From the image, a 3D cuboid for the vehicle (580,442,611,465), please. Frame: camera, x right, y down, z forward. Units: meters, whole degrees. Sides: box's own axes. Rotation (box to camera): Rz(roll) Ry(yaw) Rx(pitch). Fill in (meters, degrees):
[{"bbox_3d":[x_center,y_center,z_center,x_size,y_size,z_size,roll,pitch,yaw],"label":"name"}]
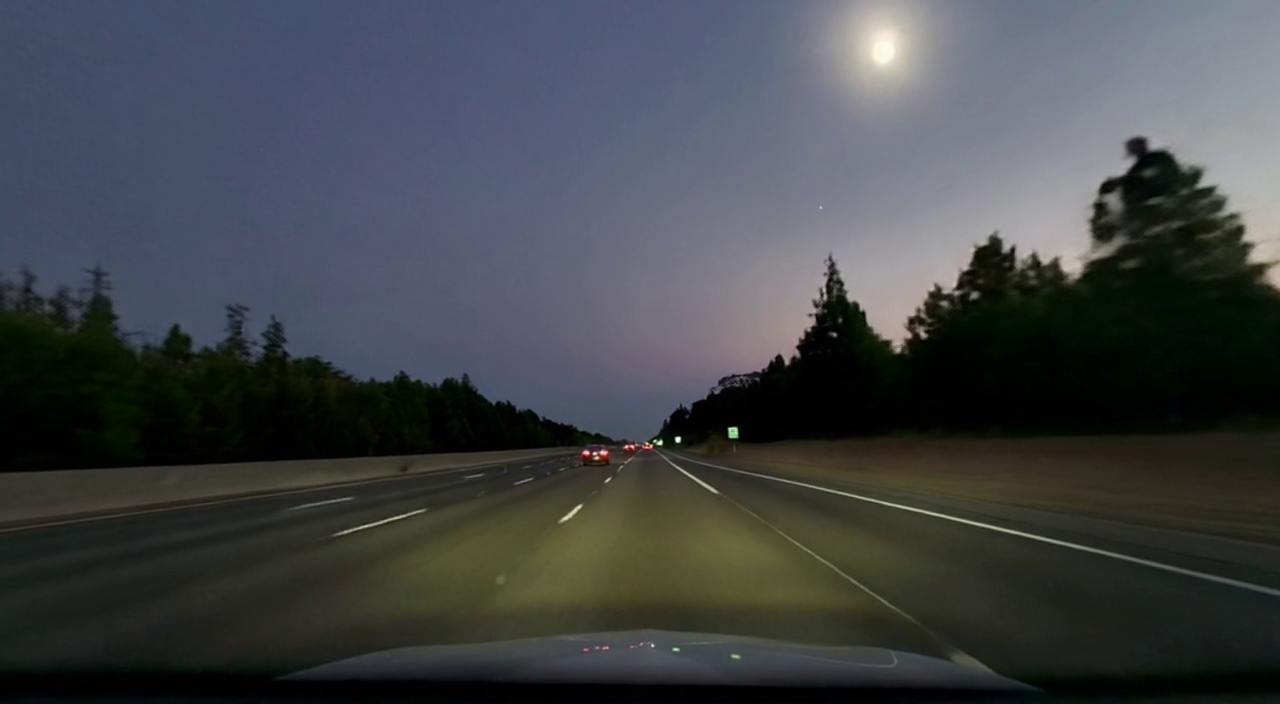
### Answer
[{"bbox_3d":[-3.281,7.531,46.919,1.993,1.589,3.898,0,-8,0],"label":"vehicle"}]
